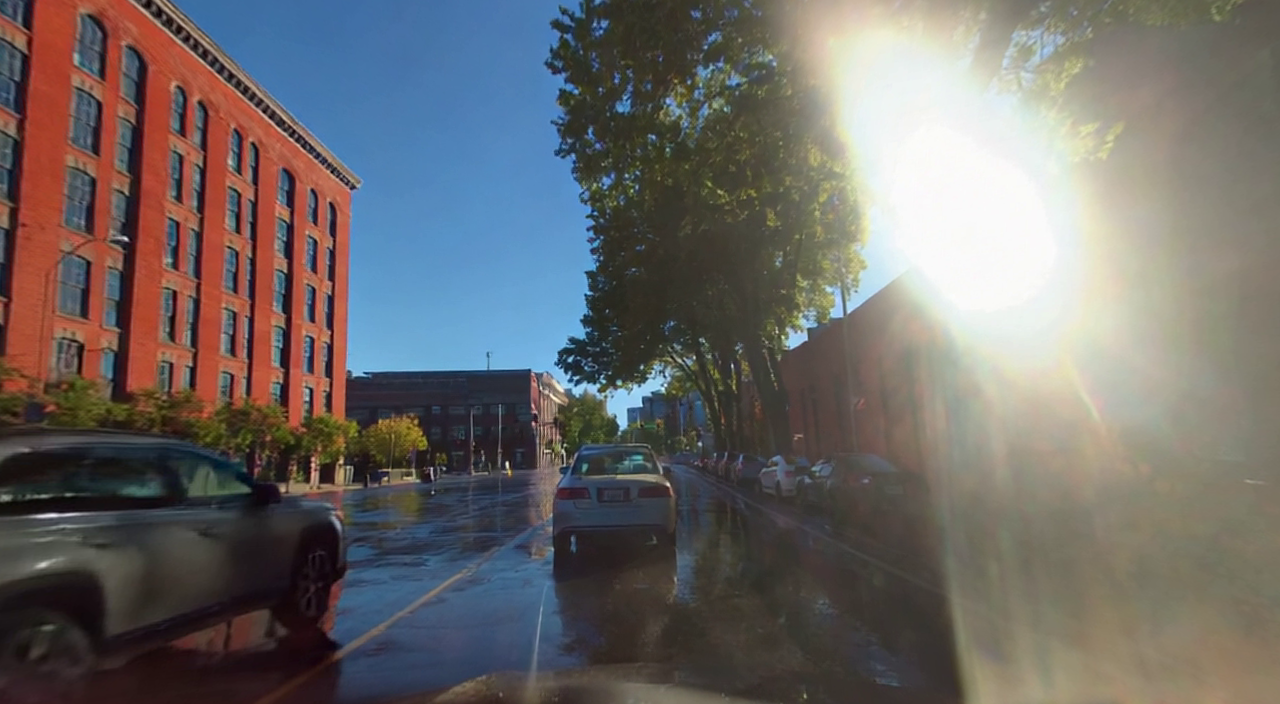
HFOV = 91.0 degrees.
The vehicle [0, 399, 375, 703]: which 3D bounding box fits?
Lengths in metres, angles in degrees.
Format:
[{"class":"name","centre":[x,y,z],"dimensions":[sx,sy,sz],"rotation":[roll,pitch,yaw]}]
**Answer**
[{"class":"vehicle","centre":[-3.511,1.126,3.576],"dimensions":[1.934,1.548,4.635],"rotation":[0,-9,1]}]

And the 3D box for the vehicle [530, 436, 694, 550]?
[{"class":"vehicle","centre":[-0.384,2.237,10.670],"dimensions":[2.230,1.518,4.113],"rotation":[0,-9,0]}]

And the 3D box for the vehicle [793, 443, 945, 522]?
[{"class":"vehicle","centre":[4.915,2.832,14.202],"dimensions":[1.832,1.491,4.054],"rotation":[1,-9,-1]}]
